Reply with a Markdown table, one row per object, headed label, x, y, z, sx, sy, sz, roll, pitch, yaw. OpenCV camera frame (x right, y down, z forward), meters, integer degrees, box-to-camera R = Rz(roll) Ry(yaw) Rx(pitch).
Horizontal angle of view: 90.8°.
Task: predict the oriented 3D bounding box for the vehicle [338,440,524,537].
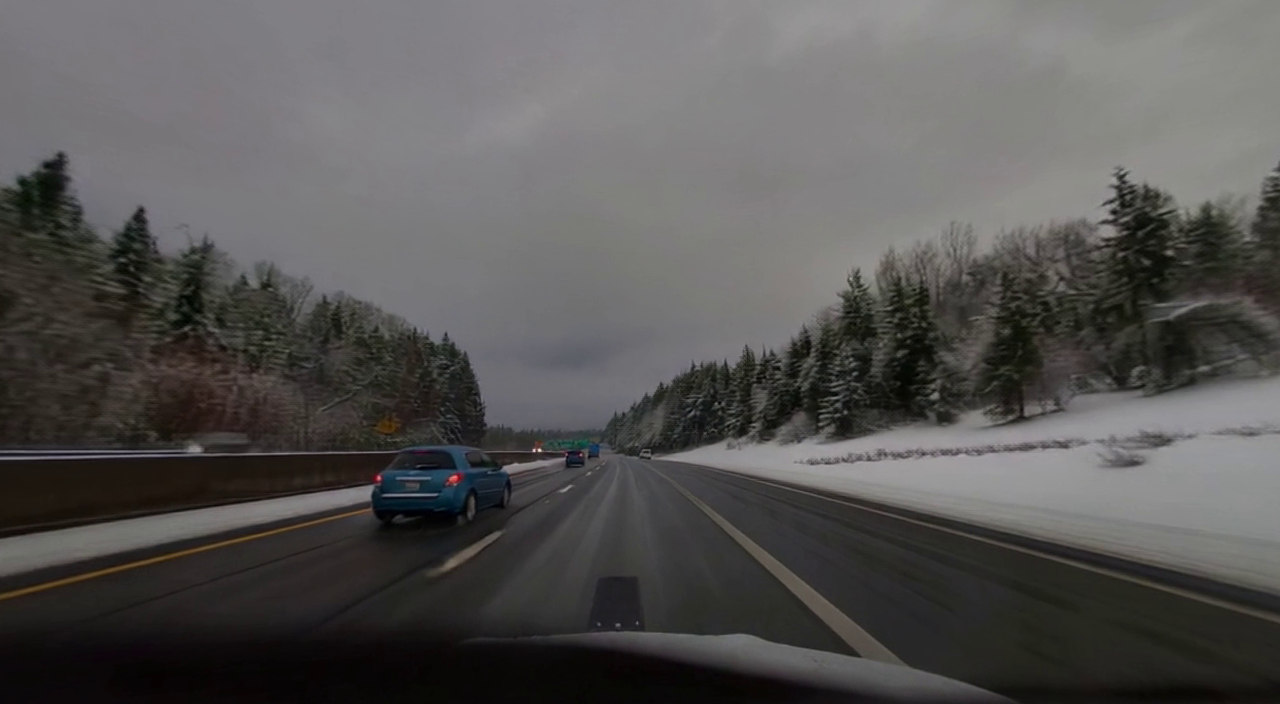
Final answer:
| label | x | y | z | sx | sy | sz | roll | pitch | yaw |
| --- | --- | --- | --- | --- | --- | --- | --- | --- | --- |
| vehicle | -3.751 | 2.524 | 12.465 | 1.957 | 1.499 | 4.965 | 0 | -9 | 0 |

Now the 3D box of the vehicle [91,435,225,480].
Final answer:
| label | x | y | z | sx | sy | sz | roll | pitch | yaw |
| --- | --- | --- | --- | --- | --- | --- | --- | --- | --- |
| vehicle | -16.644 | 3.644 | 22.041 | 1.714 | 1.423 | 3.725 | 0 | -9 | 0 |
